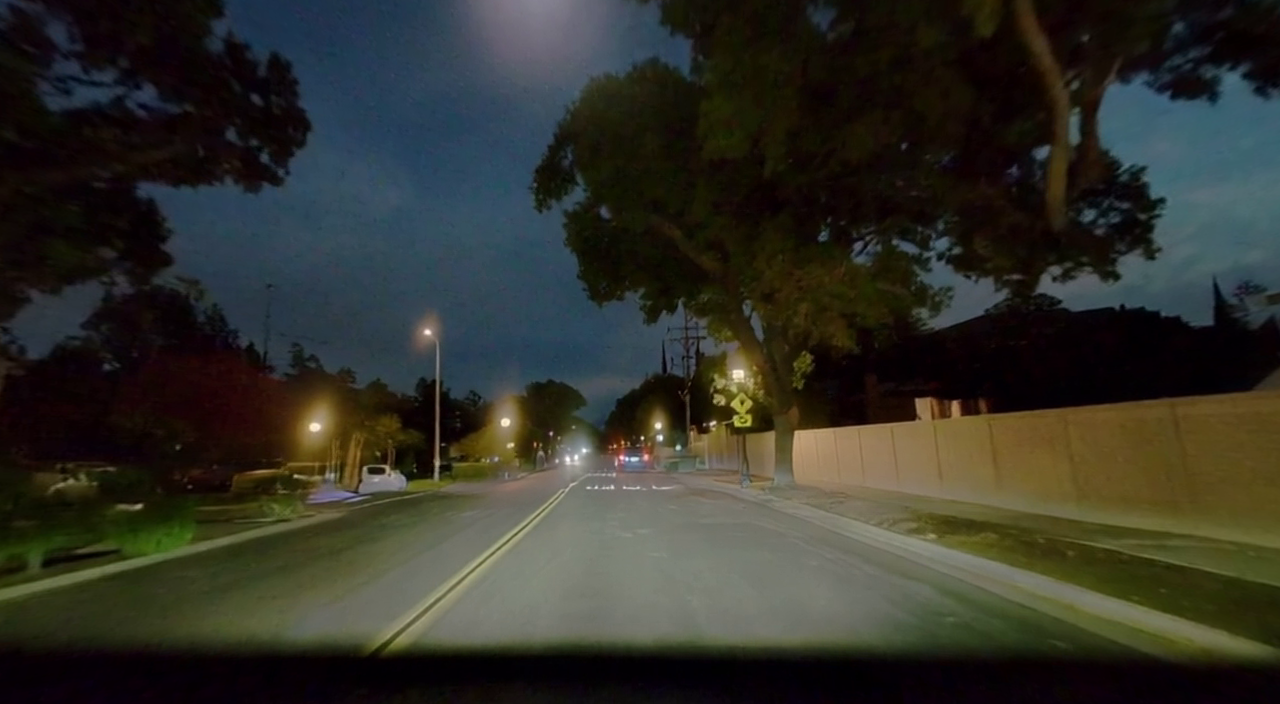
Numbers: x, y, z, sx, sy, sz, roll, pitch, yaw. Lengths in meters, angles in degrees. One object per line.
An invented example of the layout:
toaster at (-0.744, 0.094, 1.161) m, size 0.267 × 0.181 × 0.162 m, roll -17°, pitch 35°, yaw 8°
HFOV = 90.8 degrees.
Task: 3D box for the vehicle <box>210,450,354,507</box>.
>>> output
vehicle at (-17.157, 6.015, 30.454) m, size 5.586 × 2.532 × 2.444 m, roll -1°, pitch -8°, yaw 8°

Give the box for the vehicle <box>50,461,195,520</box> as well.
vehicle at (-26.399, 7.060, 32.317) m, size 5.794 × 2.630 × 2.500 m, roll -4°, pitch -9°, yaw 12°

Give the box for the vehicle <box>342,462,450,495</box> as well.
vehicle at (-12.350, 6.404, 32.138) m, size 4.676 × 1.484 × 2.068 m, roll -2°, pitch -8°, yaw 12°

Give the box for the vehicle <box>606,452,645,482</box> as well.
vehicle at (-0.848, 6.298, 34.878) m, size 2.022 × 1.481 × 4.050 m, roll 0°, pitch -8°, yaw -3°
